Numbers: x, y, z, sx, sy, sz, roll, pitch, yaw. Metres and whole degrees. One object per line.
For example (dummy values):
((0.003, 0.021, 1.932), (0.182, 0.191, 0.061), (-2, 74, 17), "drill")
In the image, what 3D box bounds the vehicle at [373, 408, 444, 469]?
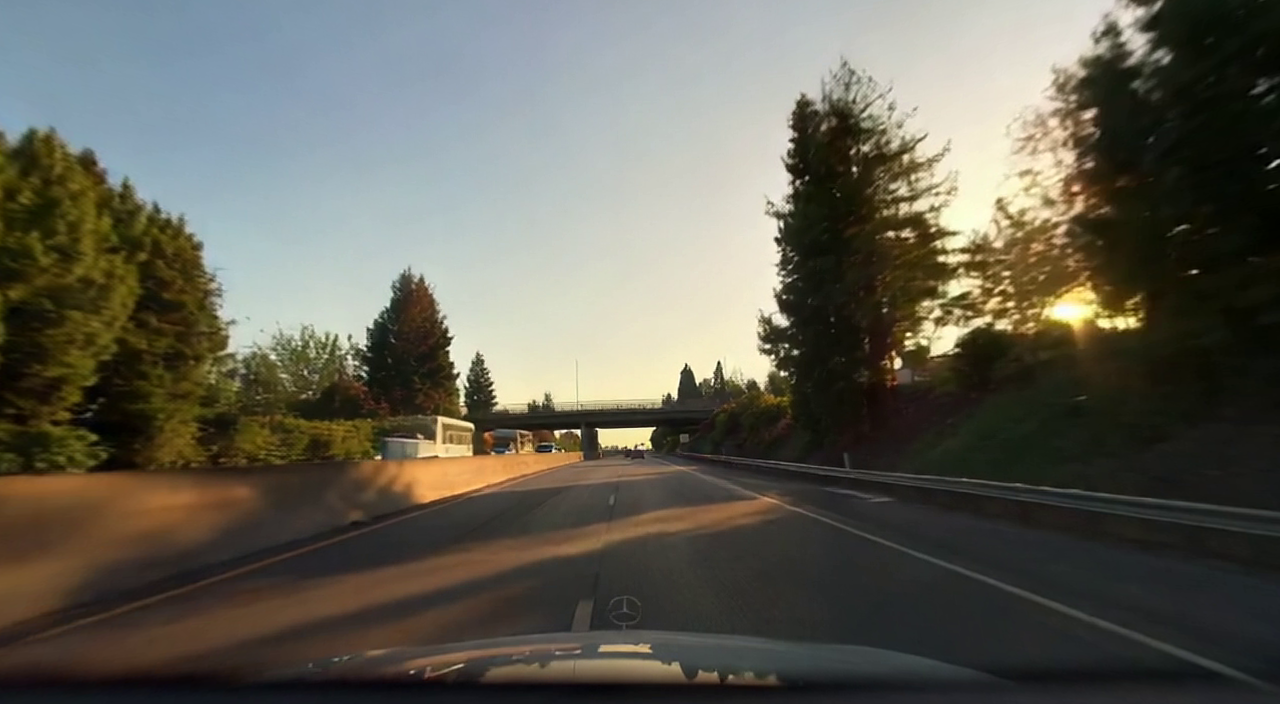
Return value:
((-16.404, 6.243, 45.130), (2.910, 4.025, 5.493), (0, -9, -1), "vehicle")
